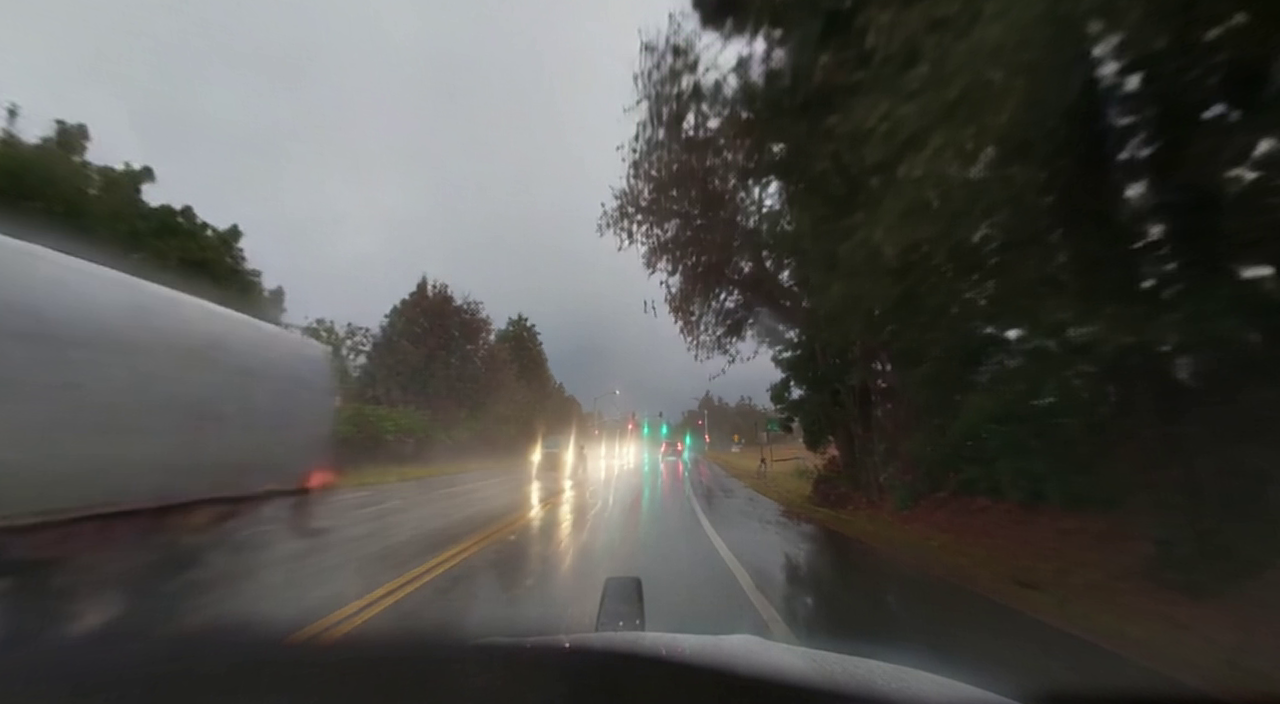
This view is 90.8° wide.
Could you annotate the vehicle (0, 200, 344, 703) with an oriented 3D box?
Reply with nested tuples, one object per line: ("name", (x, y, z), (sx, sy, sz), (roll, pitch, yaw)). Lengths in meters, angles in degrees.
("vehicle", (-4.114, 0.460, 1.932), (2.825, 2.376, 7.468), (0, -9, 0))

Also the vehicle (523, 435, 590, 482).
("vehicle", (-3.401, 4.439, 26.620), (2.097, 1.791, 4.663), (-1, -9, 1))
